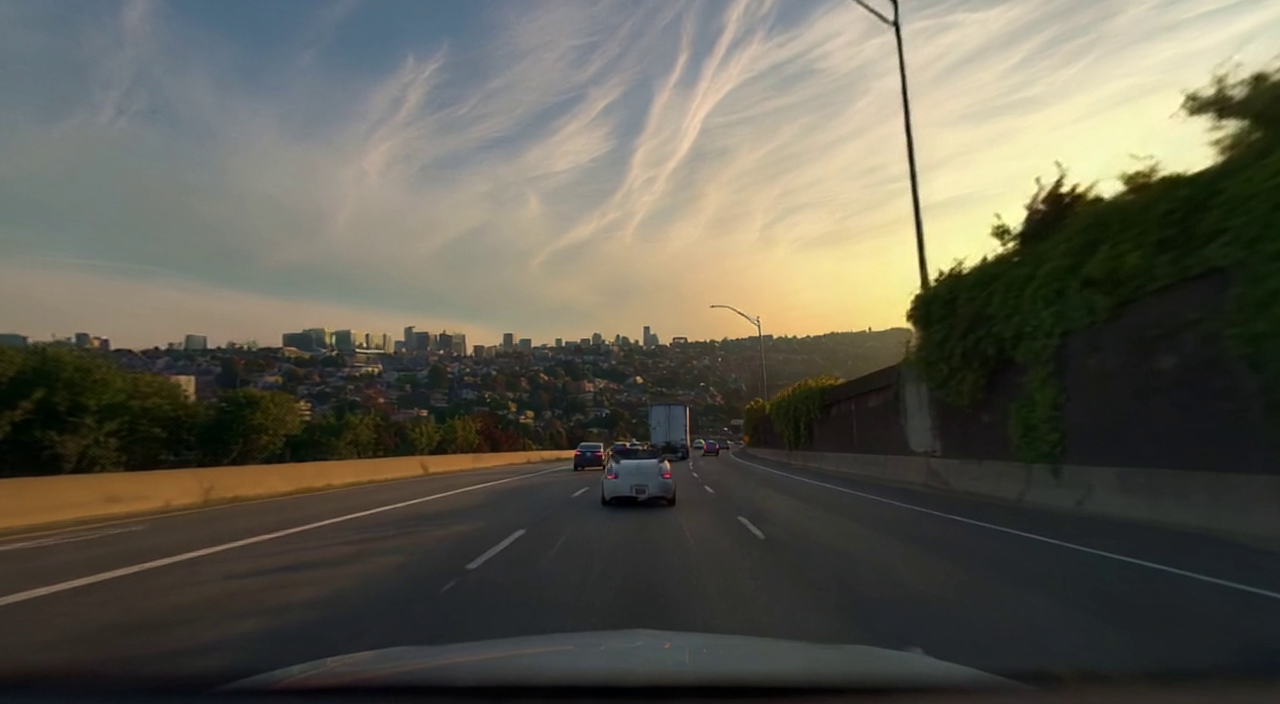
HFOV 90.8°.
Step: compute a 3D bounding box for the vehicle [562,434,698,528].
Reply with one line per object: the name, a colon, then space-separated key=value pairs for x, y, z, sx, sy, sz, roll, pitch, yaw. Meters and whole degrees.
vehicle: x=-0.124 y=2.345 z=12.025 sx=2.136 sy=1.470 sz=3.971 roll=0 pitch=-9 yaw=1
